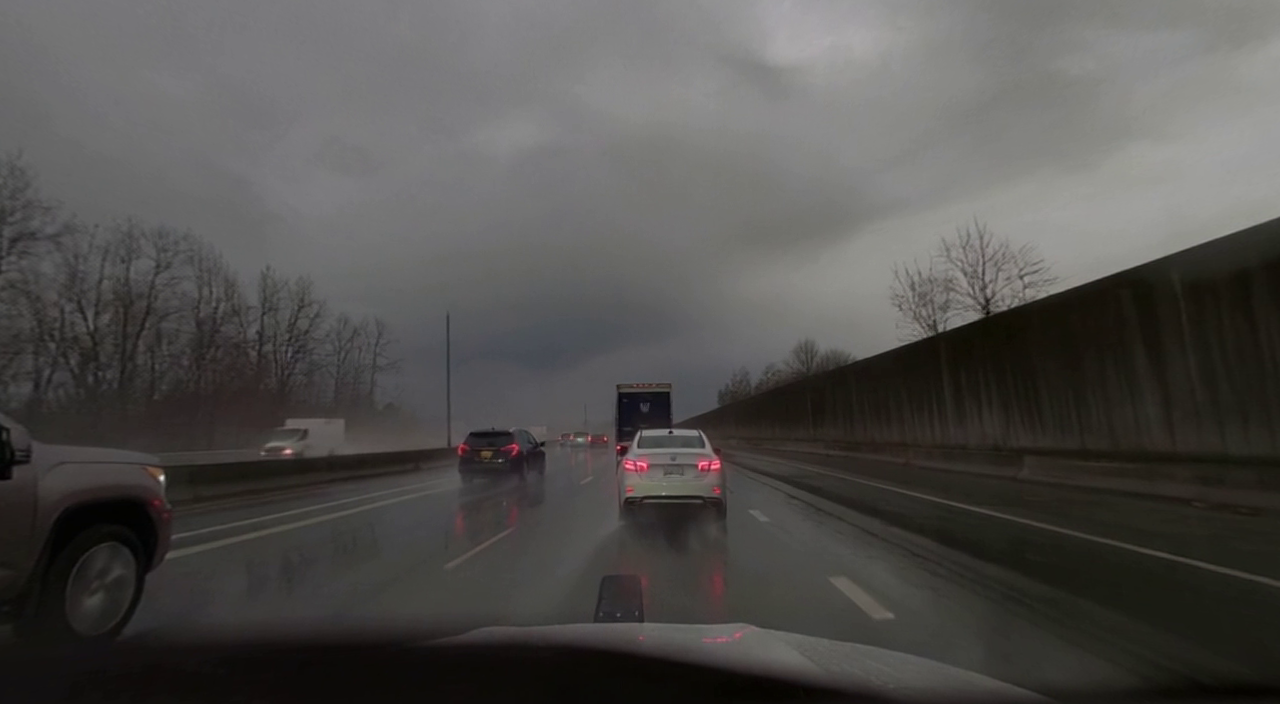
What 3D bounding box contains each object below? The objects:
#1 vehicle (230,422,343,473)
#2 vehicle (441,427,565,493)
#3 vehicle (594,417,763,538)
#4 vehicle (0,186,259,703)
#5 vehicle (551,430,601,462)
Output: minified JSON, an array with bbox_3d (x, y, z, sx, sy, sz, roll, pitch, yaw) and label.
[{"bbox_3d":[-18.293,4.954,33.001,2.305,2.396,5.841,0,-8,2],"label":"vehicle"},{"bbox_3d":[-3.363,2.740,16.418,2.087,1.457,4.313,0,-8,2],"label":"vehicle"},{"bbox_3d":[0.544,1.841,9.945,2.089,1.485,4.153,0,-8,2],"label":"vehicle"},{"bbox_3d":[-4.054,0.332,1.594,2.386,2.435,5.831,0,-8,1],"label":"vehicle"},{"bbox_3d":[-3.143,4.737,31.786,1.980,1.491,3.655,-1,-8,3],"label":"vehicle"}]
